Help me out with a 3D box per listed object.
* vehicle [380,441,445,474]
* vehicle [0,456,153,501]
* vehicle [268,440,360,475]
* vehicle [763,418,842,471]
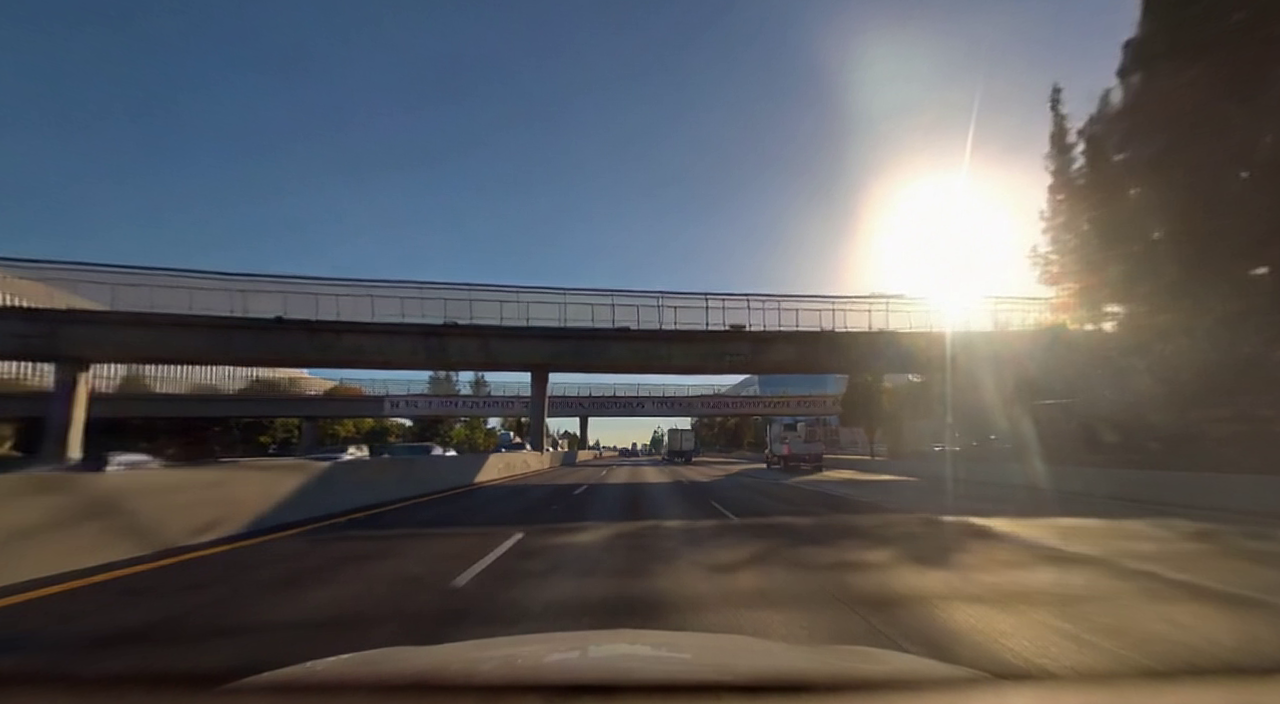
[{"bbox_3d":[-10.489,4.881,29.319,1.676,1.424,3.480,0,-9,0],"label":"vehicle"},{"bbox_3d":[-20.596,4.545,23.149,1.836,1.410,4.606,0,-9,-1],"label":"vehicle"},{"bbox_3d":[-16.686,5.433,32.663,2.138,1.624,4.803,1,-9,0],"label":"vehicle"},{"bbox_3d":[11.197,6.570,44.696,2.912,3.293,9.588,0,-9,-1],"label":"vehicle"}]
